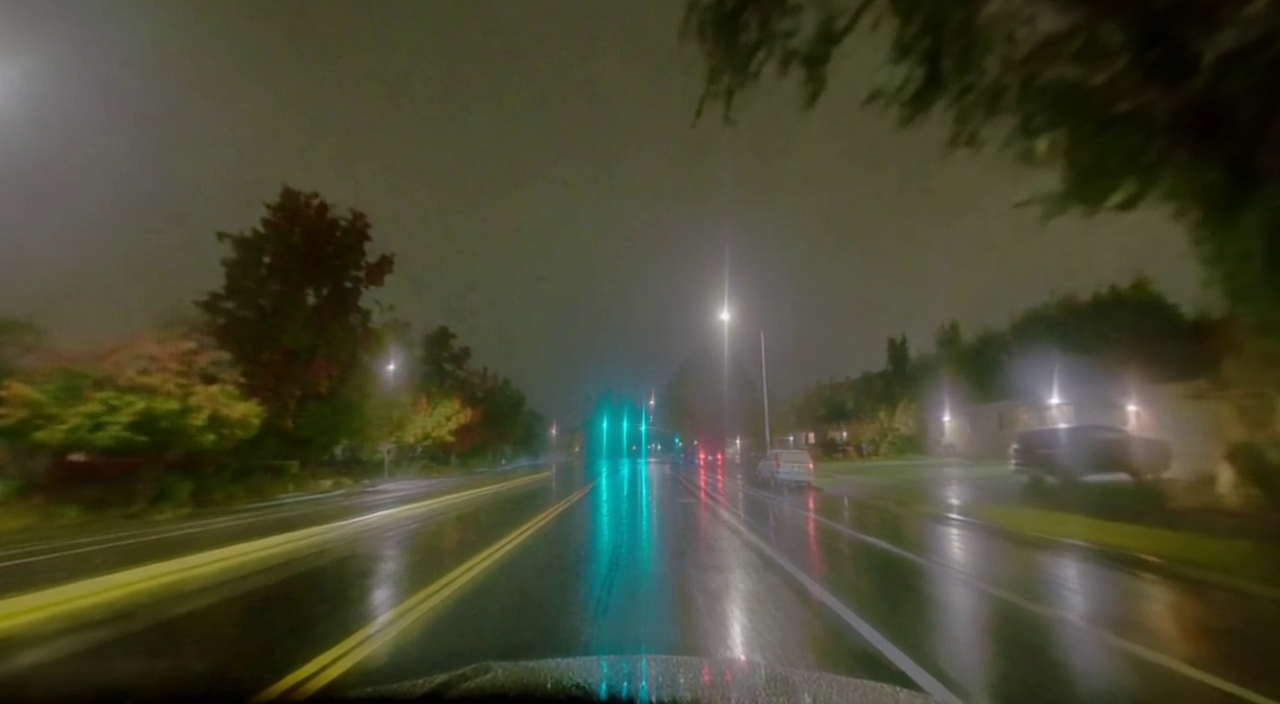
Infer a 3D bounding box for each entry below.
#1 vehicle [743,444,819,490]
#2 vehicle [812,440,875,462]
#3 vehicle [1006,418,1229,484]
[{"bbox_3d":[5.172,4.257,23.695,1.955,1.549,4.129,0,-9,1],"label":"vehicle"},{"bbox_3d":[14.253,6.962,44.316,3.745,1.540,1.951,0,-9,1],"label":"vehicle"},{"bbox_3d":[12.849,2.702,17.218,4.476,1.686,1.878,0,-9,1],"label":"vehicle"}]
